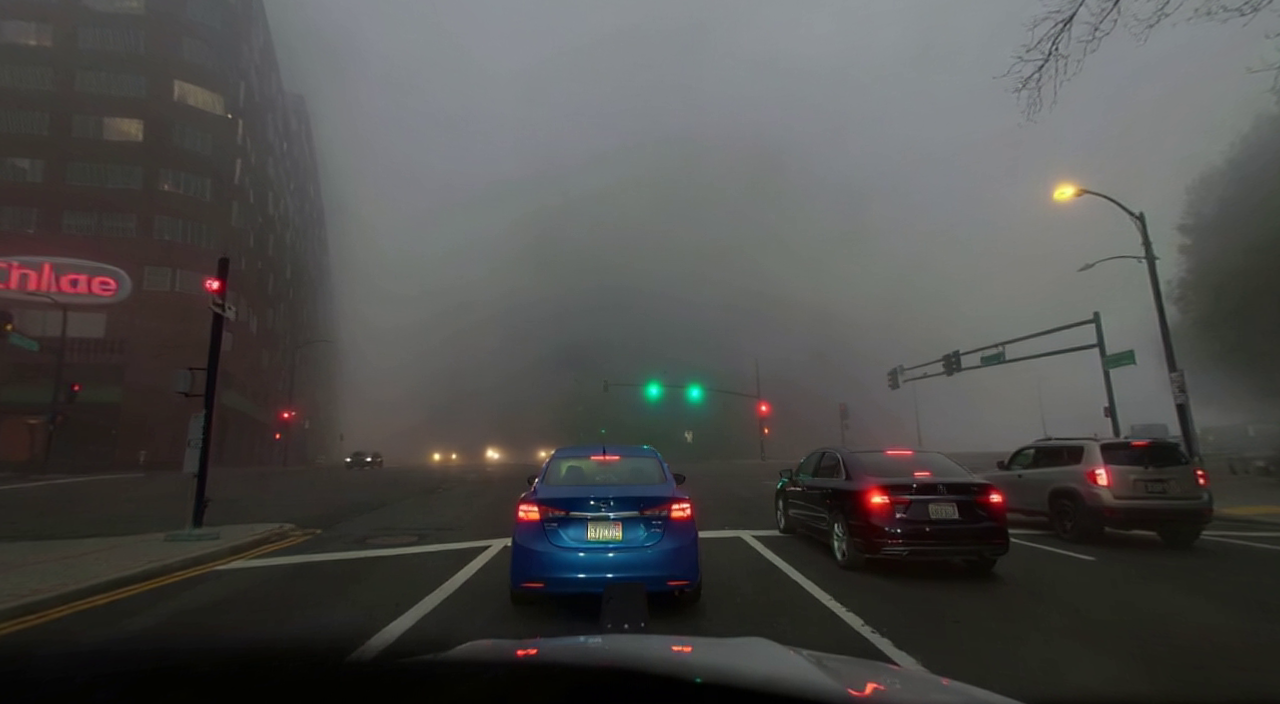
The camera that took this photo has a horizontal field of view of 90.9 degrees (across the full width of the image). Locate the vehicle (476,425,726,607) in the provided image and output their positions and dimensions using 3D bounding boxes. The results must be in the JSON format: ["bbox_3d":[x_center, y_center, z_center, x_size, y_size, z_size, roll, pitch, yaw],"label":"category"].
[{"bbox_3d":[-0.369,1.654,7.286,2.059,1.477,3.988,0,-8,-1],"label":"vehicle"}]

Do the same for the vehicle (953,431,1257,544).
[{"bbox_3d":[7.444,2.165,10.784,1.908,1.517,4.182,0,-8,-1],"label":"vehicle"}]

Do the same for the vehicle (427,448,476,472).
[{"bbox_3d":[-13.052,7.497,43.975,2.049,1.483,4.407,0,-8,0],"label":"vehicle"}]

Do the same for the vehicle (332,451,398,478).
[{"bbox_3d":[-16.781,6.874,38.736,2.048,1.463,4.530,0,-8,-1],"label":"vehicle"}]

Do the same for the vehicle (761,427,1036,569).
[{"bbox_3d":[3.215,1.888,8.967,2.042,1.508,4.109,0,-8,-2],"label":"vehicle"}]
